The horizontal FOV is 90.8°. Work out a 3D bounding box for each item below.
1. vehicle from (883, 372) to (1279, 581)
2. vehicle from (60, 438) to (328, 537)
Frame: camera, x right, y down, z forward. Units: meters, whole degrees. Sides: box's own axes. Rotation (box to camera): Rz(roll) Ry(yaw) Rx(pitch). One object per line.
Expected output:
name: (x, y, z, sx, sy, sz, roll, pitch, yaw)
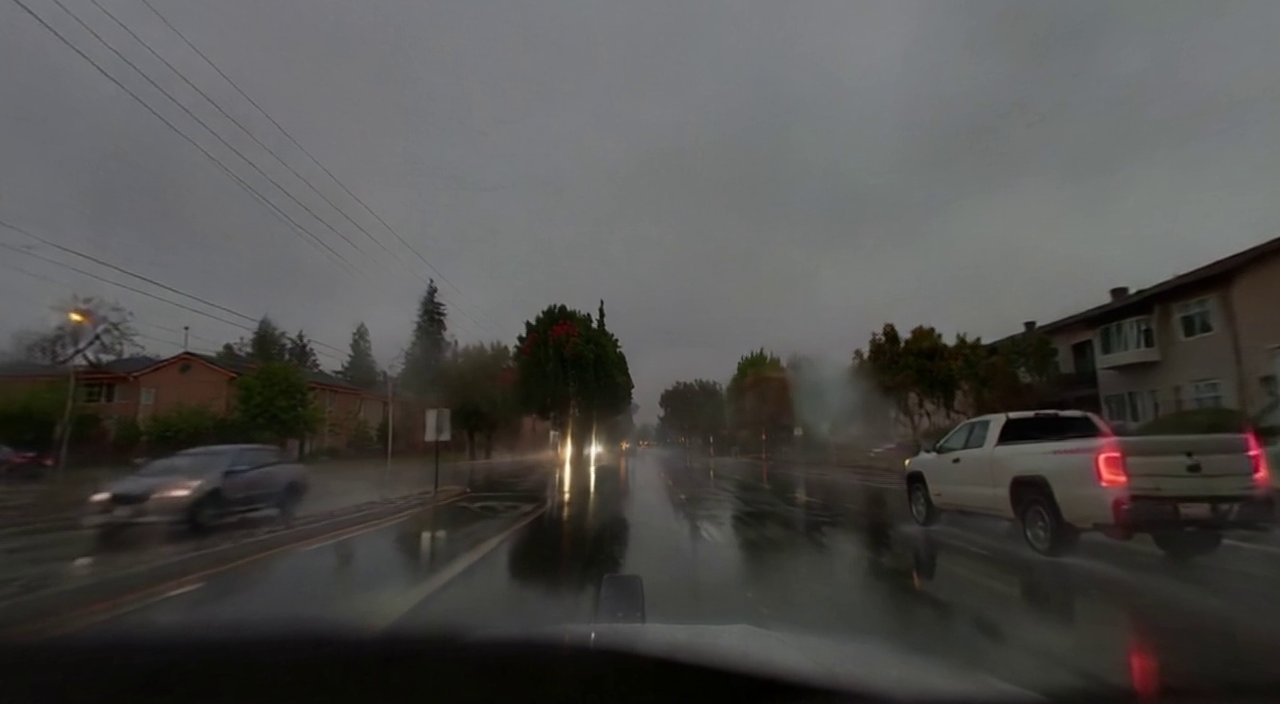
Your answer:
vehicle: (5.998, 1.618, 9.057, 2.493, 1.956, 6.125, 0, -9, -1)
vehicle: (-8.536, 2.593, 12.772, 2.140, 1.609, 4.460, 0, -9, 0)
